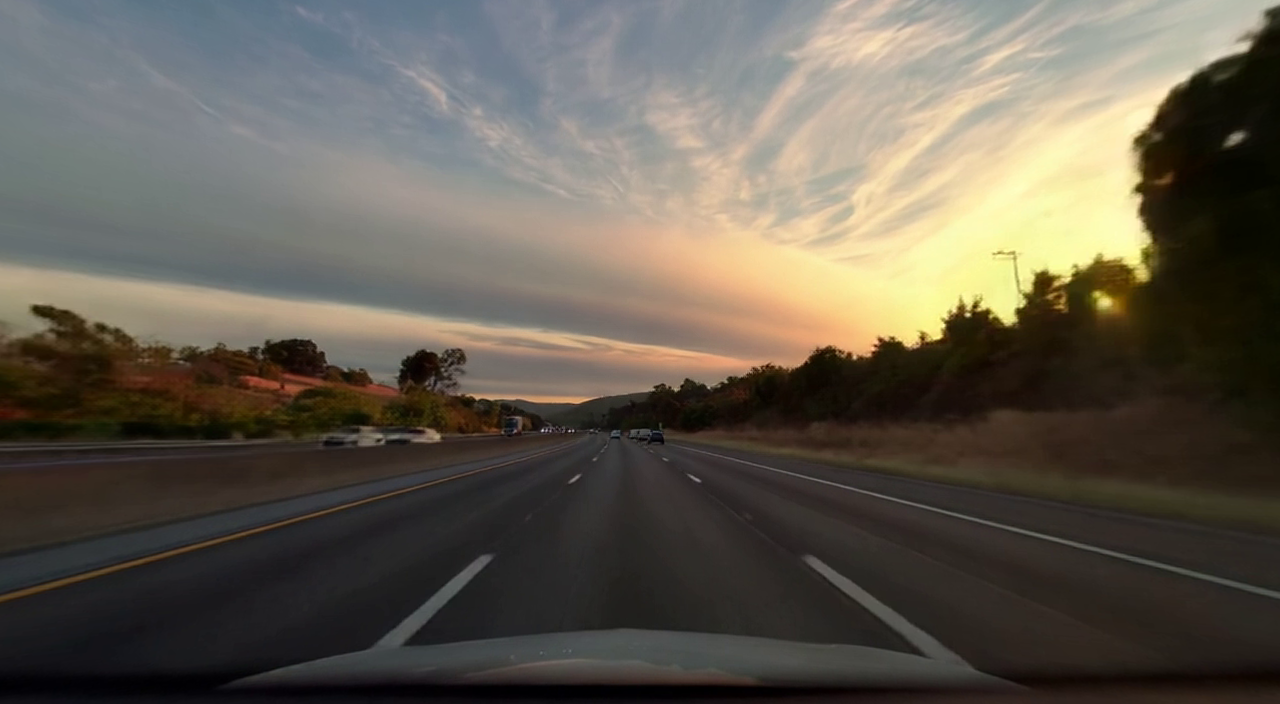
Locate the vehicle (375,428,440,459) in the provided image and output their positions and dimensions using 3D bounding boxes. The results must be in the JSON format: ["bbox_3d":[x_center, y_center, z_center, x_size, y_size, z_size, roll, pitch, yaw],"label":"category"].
[{"bbox_3d":[-12.251,4.842,33.435,1.842,1.534,4.154,0,-8,0],"label":"vehicle"}]

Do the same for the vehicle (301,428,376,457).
[{"bbox_3d":[-16.190,4.874,34.064,2.077,1.480,4.193,0,-8,-2],"label":"vehicle"}]
